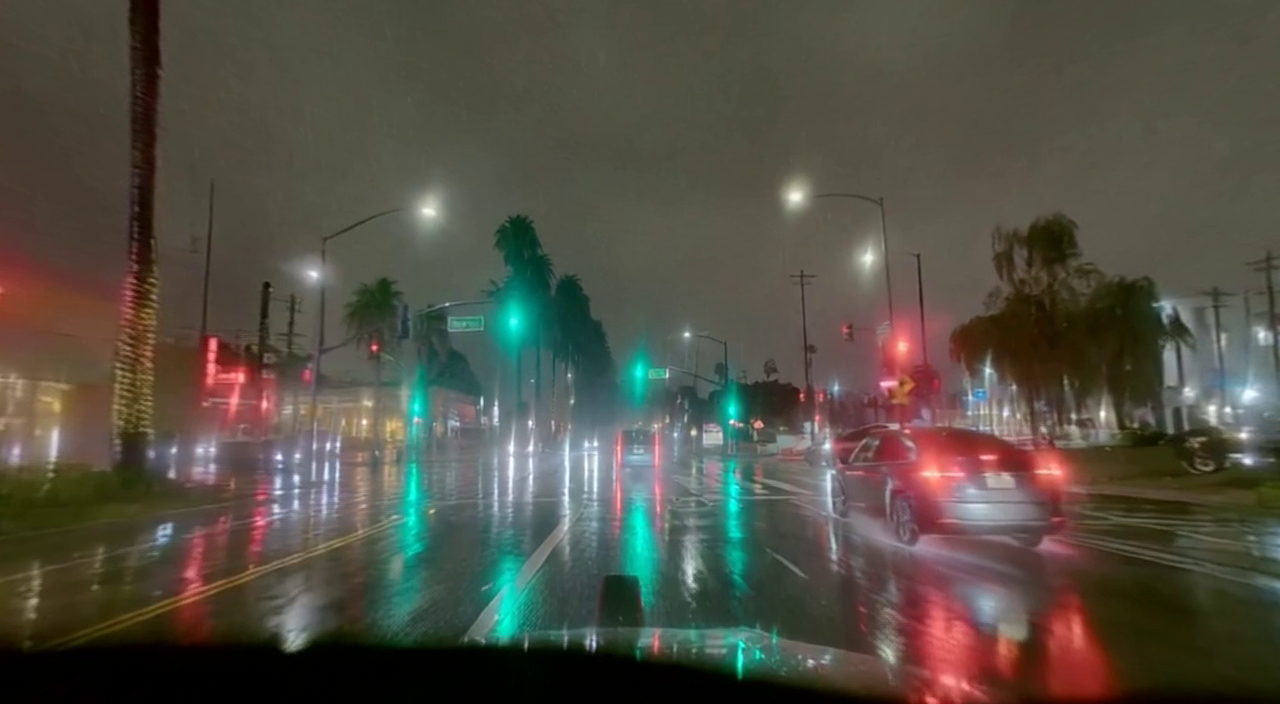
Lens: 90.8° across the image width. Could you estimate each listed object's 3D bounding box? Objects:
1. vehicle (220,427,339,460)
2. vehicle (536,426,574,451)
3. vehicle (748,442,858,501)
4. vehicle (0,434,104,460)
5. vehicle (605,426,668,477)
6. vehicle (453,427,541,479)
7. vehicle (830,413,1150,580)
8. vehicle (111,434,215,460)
[{"bbox_3d":[-20.815,5.305,36.585,5.674,1.804,2.190,-1,-8,6],"label":"vehicle"},{"bbox_3d":[-6.038,6.216,45.161,2.040,1.670,4.508,0,-8,0],"label":"vehicle"},{"bbox_3d":[4.416,3.289,17.920,1.963,1.449,4.653,0,-8,1],"label":"vehicle"},{"bbox_3d":[-35.573,5.741,38.127,4.643,1.464,2.125,-1,-8,4],"label":"vehicle"},{"bbox_3d":[-0.165,3.908,24.947,2.264,1.798,4.531,0,-8,-1],"label":"vehicle"},{"bbox_3d":[-5.522,3.987,25.161,2.324,1.808,4.946,0,-8,0],"label":"vehicle"},{"bbox_3d":[4.325,1.839,8.894,2.070,1.711,4.480,-1,-8,3],"label":"vehicle"},{"bbox_3d":[-28.422,5.660,37.728,4.734,1.416,2.083,-1,-7,6],"label":"vehicle"}]
